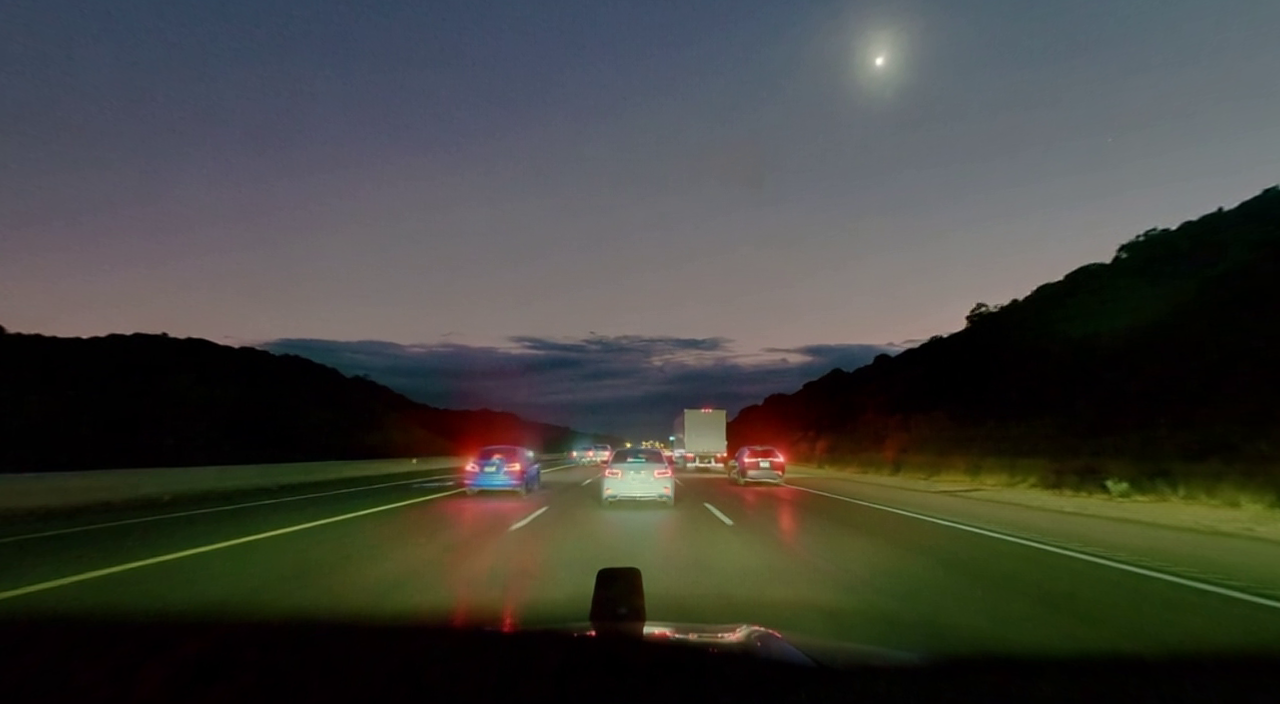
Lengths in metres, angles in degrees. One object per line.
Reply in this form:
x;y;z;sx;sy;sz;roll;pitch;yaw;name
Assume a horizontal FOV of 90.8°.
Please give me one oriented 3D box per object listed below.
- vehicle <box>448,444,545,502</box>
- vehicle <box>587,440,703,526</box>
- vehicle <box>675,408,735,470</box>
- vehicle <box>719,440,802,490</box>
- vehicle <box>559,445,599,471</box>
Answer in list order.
-4.058;3.483;18.450;1.848;1.486;3.832;0;-9;1;vehicle
0.099;2.606;13.007;2.041;1.484;3.535;0;-9;0;vehicle
4.752;7.027;49.803;3.194;4.038;16.301;0;-9;1;vehicle
4.142;3.986;22.473;2.029;1.579;4.484;0;-9;-1;vehicle
-4.037;7.144;42.607;2.211;1.669;4.224;0;-9;1;vehicle
